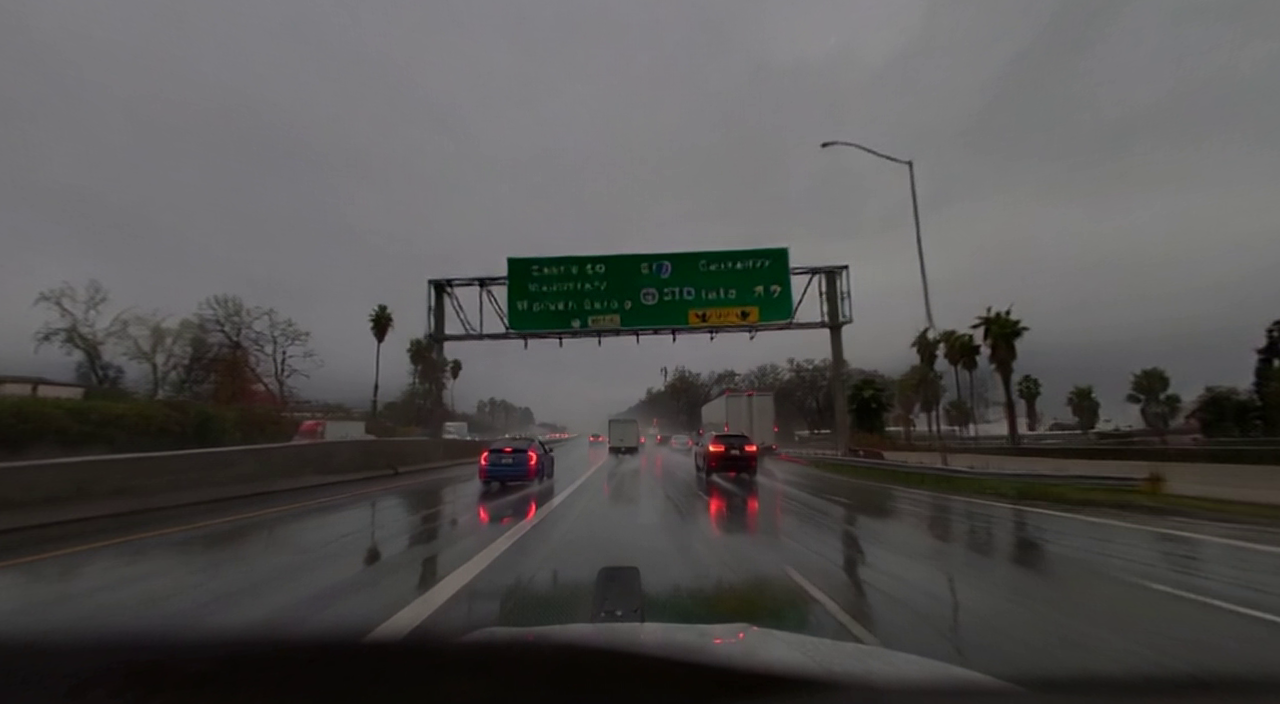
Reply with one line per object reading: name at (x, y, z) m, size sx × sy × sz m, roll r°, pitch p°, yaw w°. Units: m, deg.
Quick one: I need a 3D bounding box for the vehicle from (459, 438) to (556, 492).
vehicle at (-3.876, 3.385, 19.236) m, size 1.998 × 1.423 × 4.436 m, roll 0°, pitch -8°, yaw 0°

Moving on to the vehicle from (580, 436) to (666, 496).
vehicle at (-0.441, 3.166, 17.873) m, size 2.136 × 1.470 × 3.971 m, roll 0°, pitch -8°, yaw 0°

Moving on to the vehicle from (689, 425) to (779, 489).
vehicle at (2.967, 3.440, 20.972) m, size 2.173 × 1.870 × 4.499 m, roll 0°, pitch -8°, yaw -2°

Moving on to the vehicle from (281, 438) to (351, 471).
vehicle at (-19.888, 6.284, 38.890) m, size 2.038 × 1.886 × 4.746 m, roll 0°, pitch -8°, yaw -4°
